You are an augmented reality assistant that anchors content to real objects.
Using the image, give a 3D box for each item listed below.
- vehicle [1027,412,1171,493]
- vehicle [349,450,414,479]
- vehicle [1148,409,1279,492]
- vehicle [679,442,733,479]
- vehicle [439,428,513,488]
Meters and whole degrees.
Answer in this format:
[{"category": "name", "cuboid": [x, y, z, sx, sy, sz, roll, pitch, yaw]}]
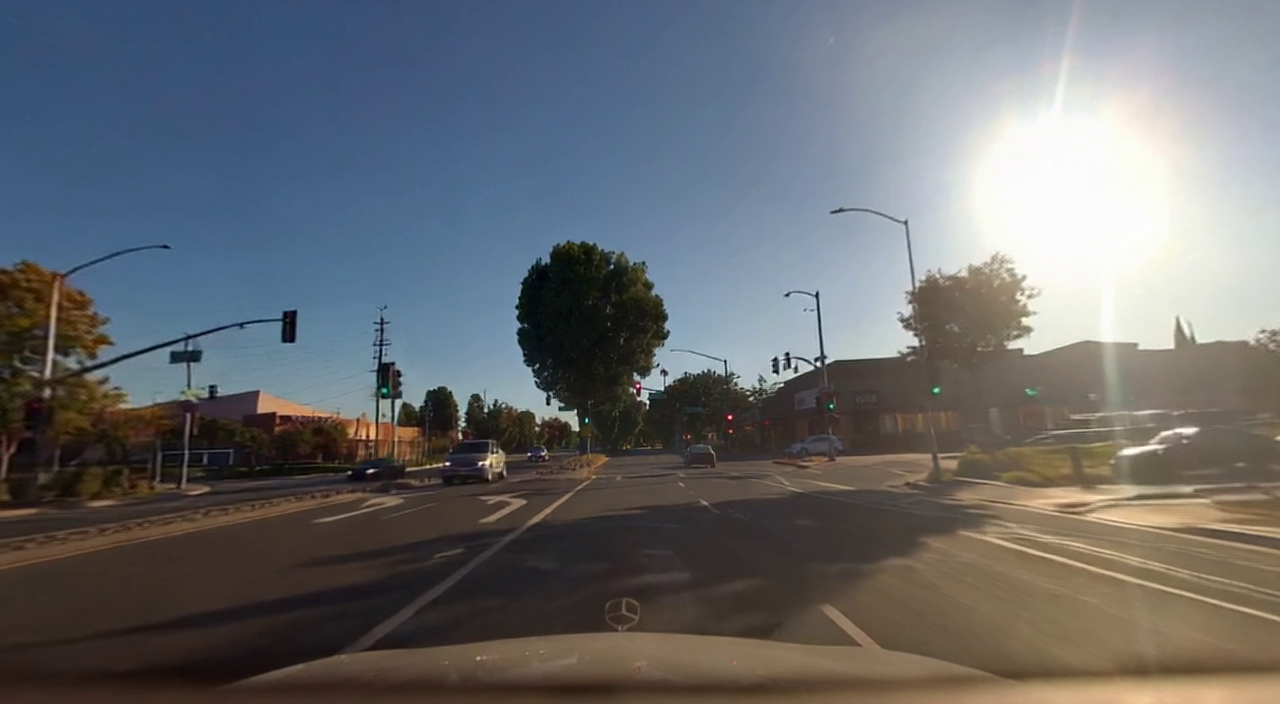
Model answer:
[{"category": "vehicle", "cuboid": [13.424, 2.846, 18.356, 5.115, 1.997, 2.279, 6, -13, -44]}, {"category": "vehicle", "cuboid": [-15.381, 6.719, 37.897, 1.931, 1.590, 4.478, 0, -9, 1]}, {"category": "vehicle", "cuboid": [14.844, 2.468, 16.331, 2.067, 1.818, 4.779, -12, -12, 42]}, {"category": "vehicle", "cuboid": [3.026, 5.056, 29.758, 1.961, 1.580, 4.020, 0, -9, -2]}, {"category": "vehicle", "cuboid": [-6.313, 4.154, 25.046, 2.270, 2.068, 5.517, 1, -9, -9]}]
